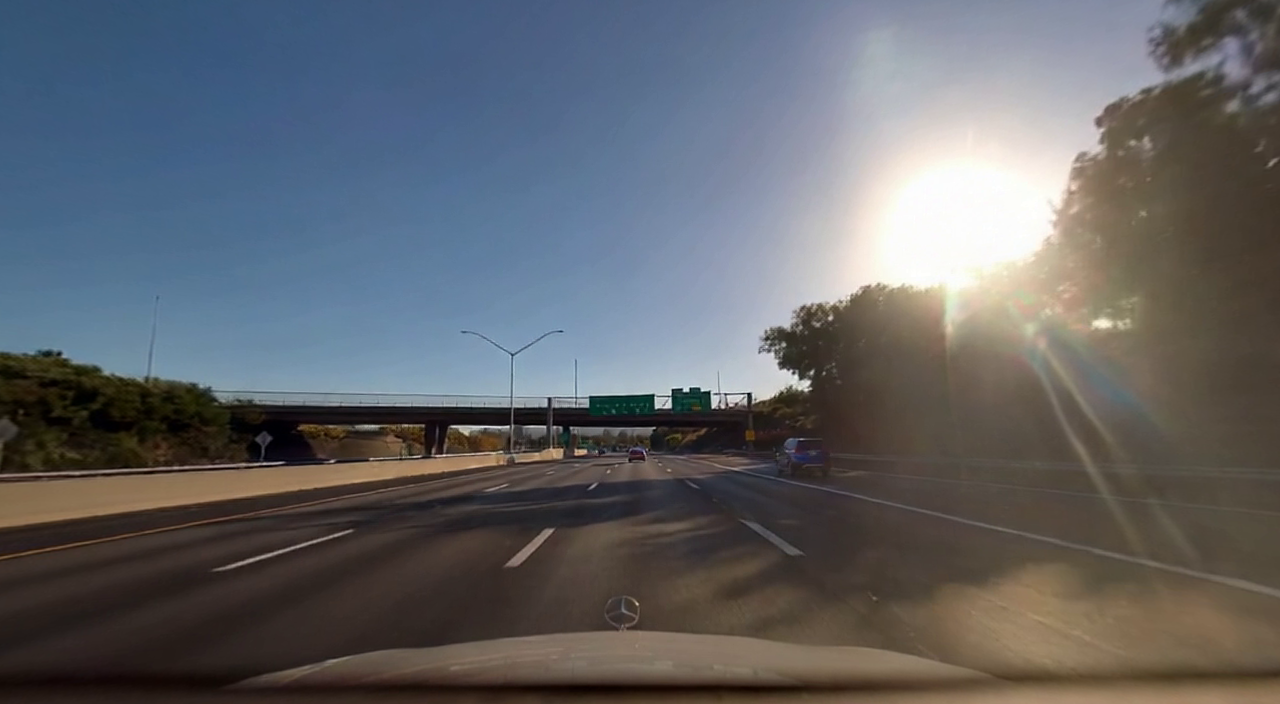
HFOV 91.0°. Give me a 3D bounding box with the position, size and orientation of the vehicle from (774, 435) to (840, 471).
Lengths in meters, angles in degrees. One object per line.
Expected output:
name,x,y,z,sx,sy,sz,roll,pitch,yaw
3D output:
vehicle,8.653,5.283,33.029,2.091,1.711,4.383,0,-9,-3
